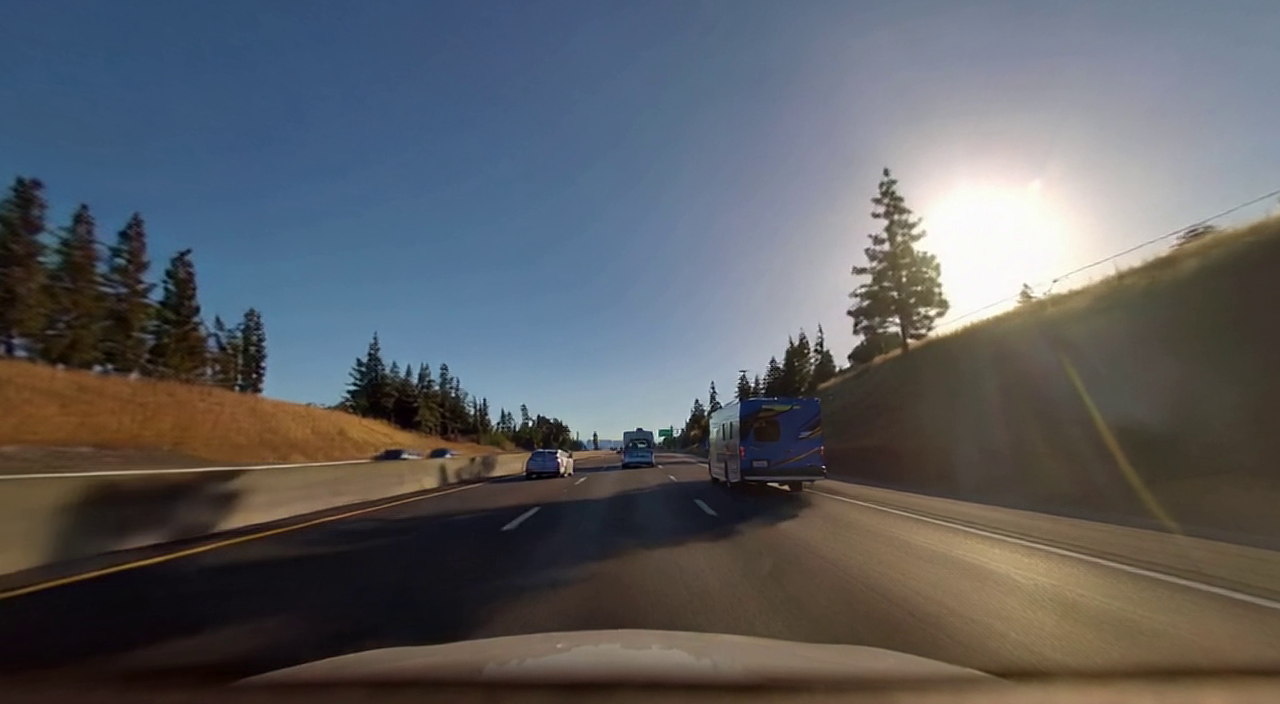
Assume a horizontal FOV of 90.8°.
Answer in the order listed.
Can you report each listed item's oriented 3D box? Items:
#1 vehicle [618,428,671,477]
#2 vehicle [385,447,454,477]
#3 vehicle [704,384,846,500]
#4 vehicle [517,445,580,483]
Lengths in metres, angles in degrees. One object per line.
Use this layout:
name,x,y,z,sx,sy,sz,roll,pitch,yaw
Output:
vehicle,0.183,5.174,32.634,2.524,2.310,4.986,0,-9,0
vehicle,-11.779,5.895,34.091,1.928,1.524,4.685,0,-9,1
vehicle,3.773,2.810,19.591,2.607,2.910,7.252,0,-9,-2
vehicle,-3.850,4.791,27.331,1.959,1.502,4.559,0,-9,1
